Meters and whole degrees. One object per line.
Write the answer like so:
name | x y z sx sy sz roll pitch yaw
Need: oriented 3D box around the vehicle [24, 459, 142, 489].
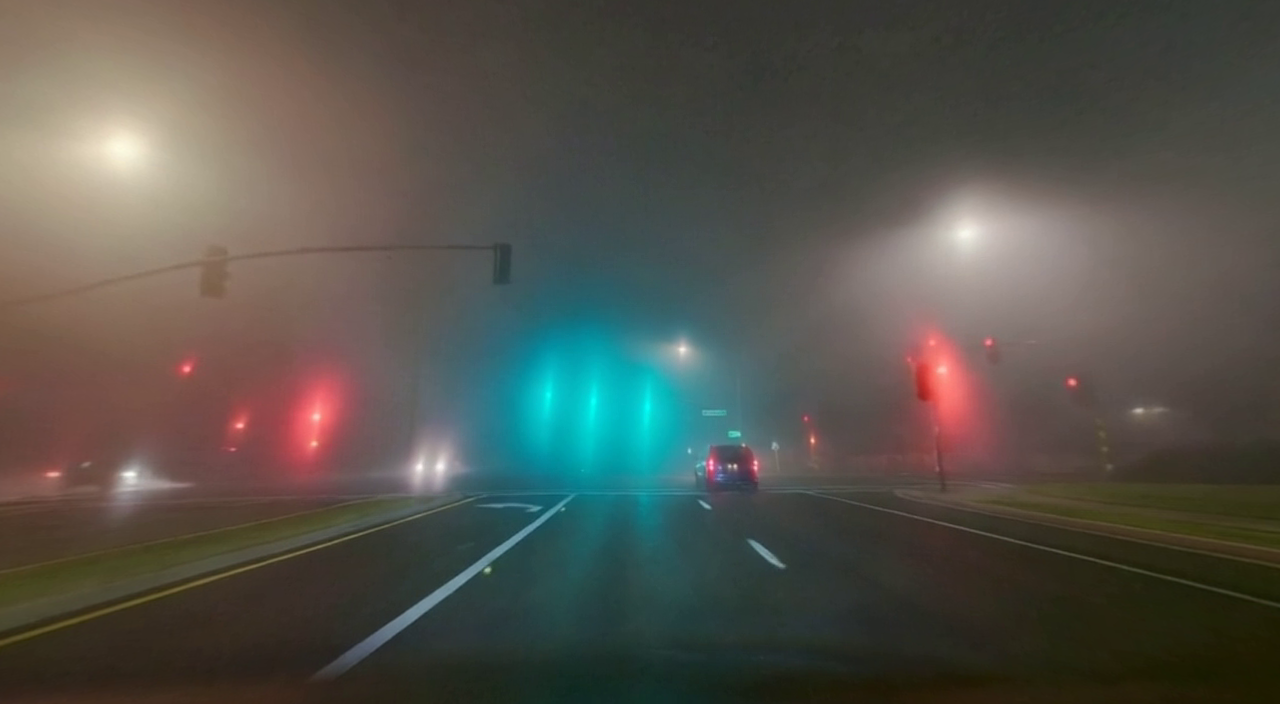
vehicle | -29.972 6.537 34.022 4.447 1.499 1.984 0 -8 -1

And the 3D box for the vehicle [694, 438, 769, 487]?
vehicle | 3.561 4.393 25.400 2.240 1.781 4.433 0 -8 -2
